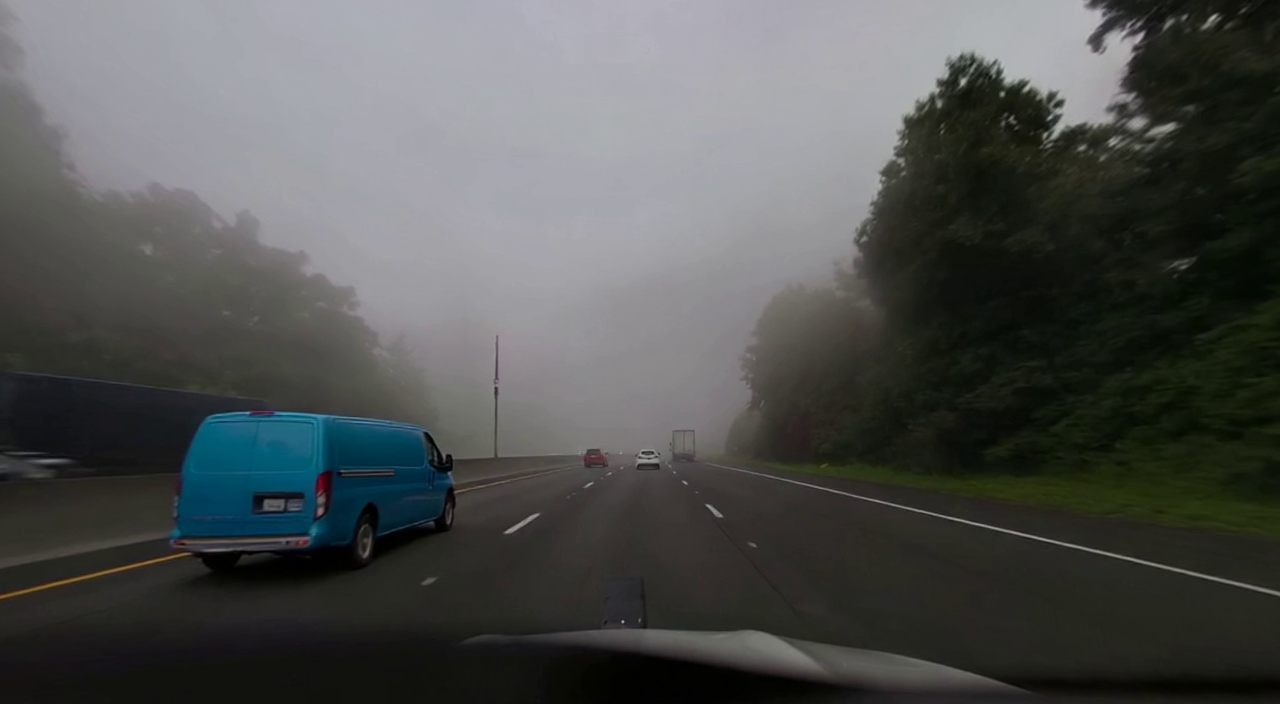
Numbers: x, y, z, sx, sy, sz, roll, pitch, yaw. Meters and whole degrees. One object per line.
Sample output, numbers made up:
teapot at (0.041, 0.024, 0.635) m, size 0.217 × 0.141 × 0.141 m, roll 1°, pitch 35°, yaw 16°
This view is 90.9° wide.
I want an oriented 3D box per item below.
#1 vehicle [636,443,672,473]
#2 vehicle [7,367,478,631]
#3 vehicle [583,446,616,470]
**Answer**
vehicle at (0.897, 6.794, 40.605) m, size 2.209 × 1.825 × 4.036 m, roll -1°, pitch -9°, yaw 1°
vehicle at (-3.676, 1.502, 7.392) m, size 2.167 × 1.991 × 5.062 m, roll 0°, pitch -9°, yaw 0°
vehicle at (-2.979, 7.984, 47.637) m, size 2.112 × 1.707 × 4.530 m, roll -1°, pitch -9°, yaw 1°
